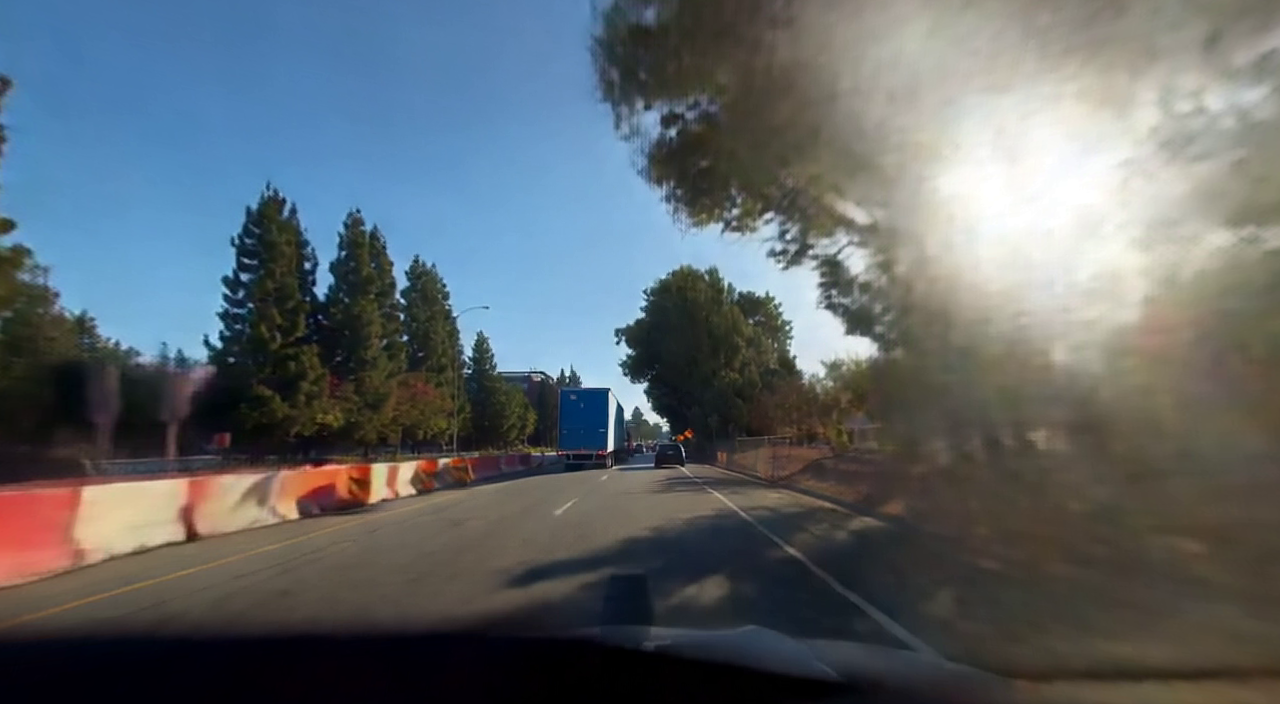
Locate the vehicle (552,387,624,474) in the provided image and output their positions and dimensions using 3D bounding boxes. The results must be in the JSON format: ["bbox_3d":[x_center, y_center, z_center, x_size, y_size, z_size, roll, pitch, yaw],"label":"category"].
[{"bbox_3d":[-2.684,4.890,38.149,2.906,4.115,15.715,0,-8,1],"label":"vehicle"}]

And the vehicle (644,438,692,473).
[{"bbox_3d":[1.387,5.356,32.888,2.304,1.675,4.462,0,-8,0],"label":"vehicle"}]
